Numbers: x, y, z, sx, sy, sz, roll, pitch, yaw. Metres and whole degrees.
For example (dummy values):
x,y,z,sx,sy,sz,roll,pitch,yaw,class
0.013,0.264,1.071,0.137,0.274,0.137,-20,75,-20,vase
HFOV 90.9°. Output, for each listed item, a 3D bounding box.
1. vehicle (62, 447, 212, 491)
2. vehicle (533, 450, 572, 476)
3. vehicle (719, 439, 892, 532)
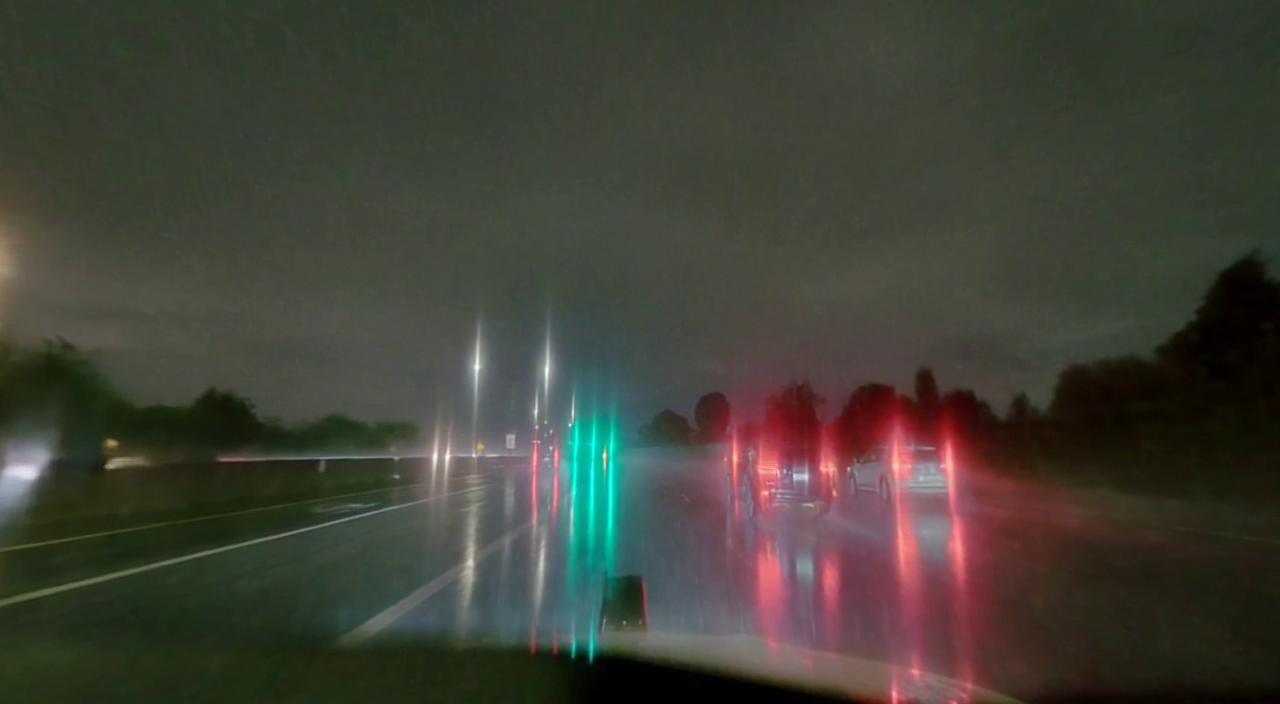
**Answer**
x,y,z,sx,sy,sz,roll,pitch,yaw,class
-18.877,4.378,24.013,1.890,1.450,4.608,0,-9,0,vehicle
-5.439,6.938,39.597,2.014,1.481,4.156,0,-9,-3,vehicle
3.006,2.531,12.690,2.030,1.490,4.737,0,-9,-2,vehicle
